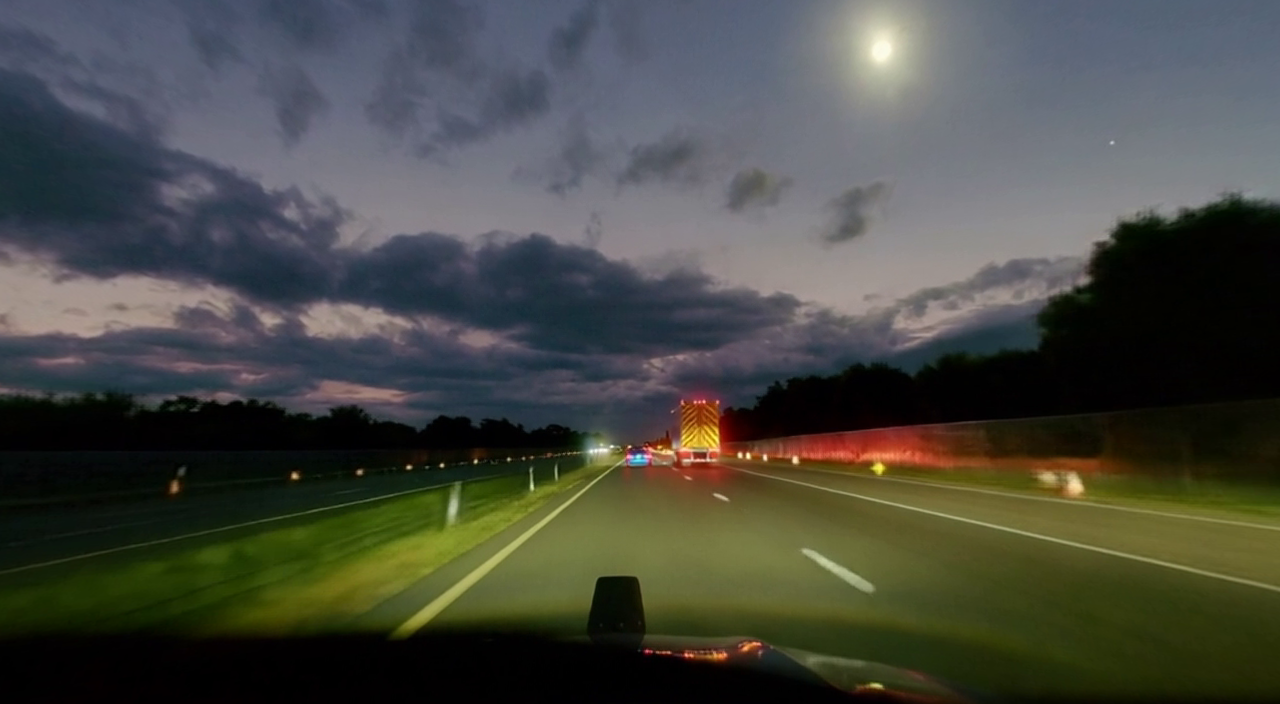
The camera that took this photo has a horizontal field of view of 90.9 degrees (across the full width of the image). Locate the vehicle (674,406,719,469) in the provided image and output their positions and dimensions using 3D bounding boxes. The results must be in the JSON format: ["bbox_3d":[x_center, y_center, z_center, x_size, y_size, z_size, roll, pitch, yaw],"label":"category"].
[{"bbox_3d":[4.051,6.306,46.353,2.704,4.310,5.716,0,-9,0],"label":"vehicle"}]

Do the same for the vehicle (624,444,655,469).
[{"bbox_3d":[-0.049,7.156,43.318,2.065,1.573,3.734,0,-9,0],"label":"vehicle"}]
